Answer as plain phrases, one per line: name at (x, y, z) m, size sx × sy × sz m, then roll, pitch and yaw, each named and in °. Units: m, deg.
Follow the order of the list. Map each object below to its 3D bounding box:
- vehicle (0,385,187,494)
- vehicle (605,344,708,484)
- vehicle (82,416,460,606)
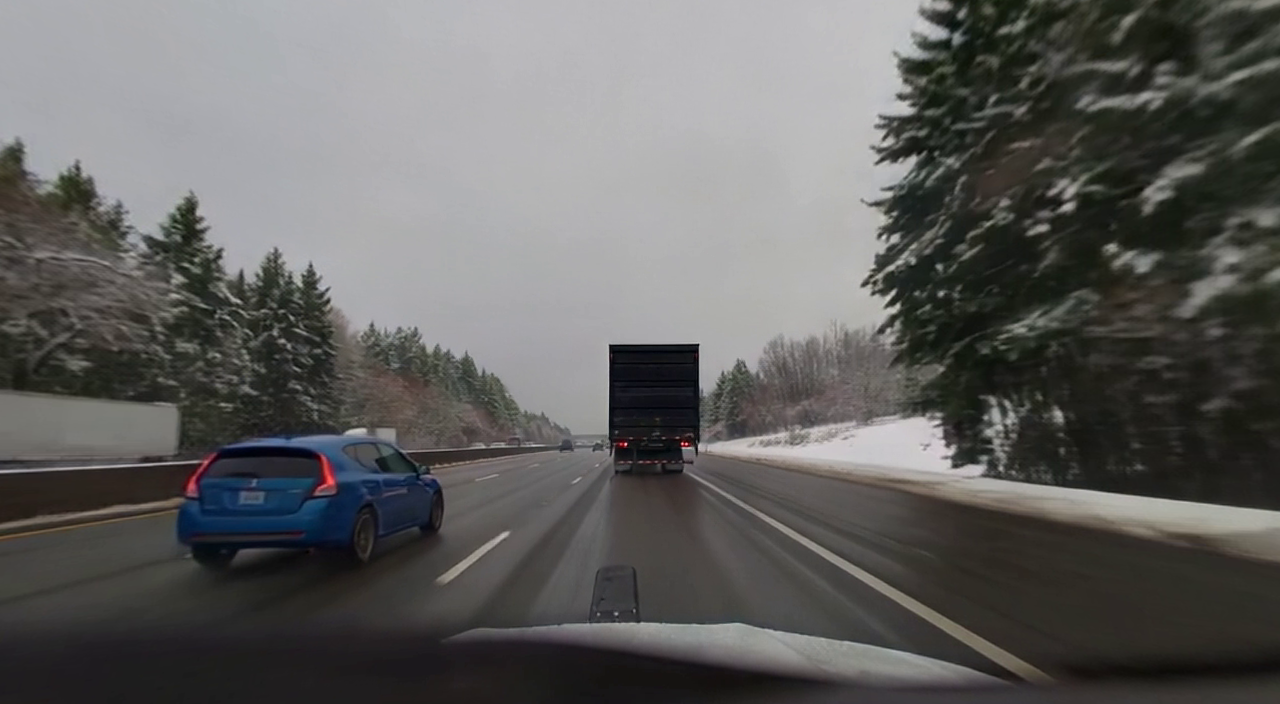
vehicle at (-24.027, 3.425, 24.483) m, size 2.838 × 3.787 × 13.774 m, roll 0°, pitch -8°, yaw -1°
vehicle at (0.417, 2.593, 24.263) m, size 3.073 × 4.196 × 10.546 m, roll 0°, pitch -8°, yaw -1°
vehicle at (-3.644, 1.614, 7.354) m, size 1.854 × 1.530 × 4.268 m, roll 0°, pitch -8°, yaw -1°
